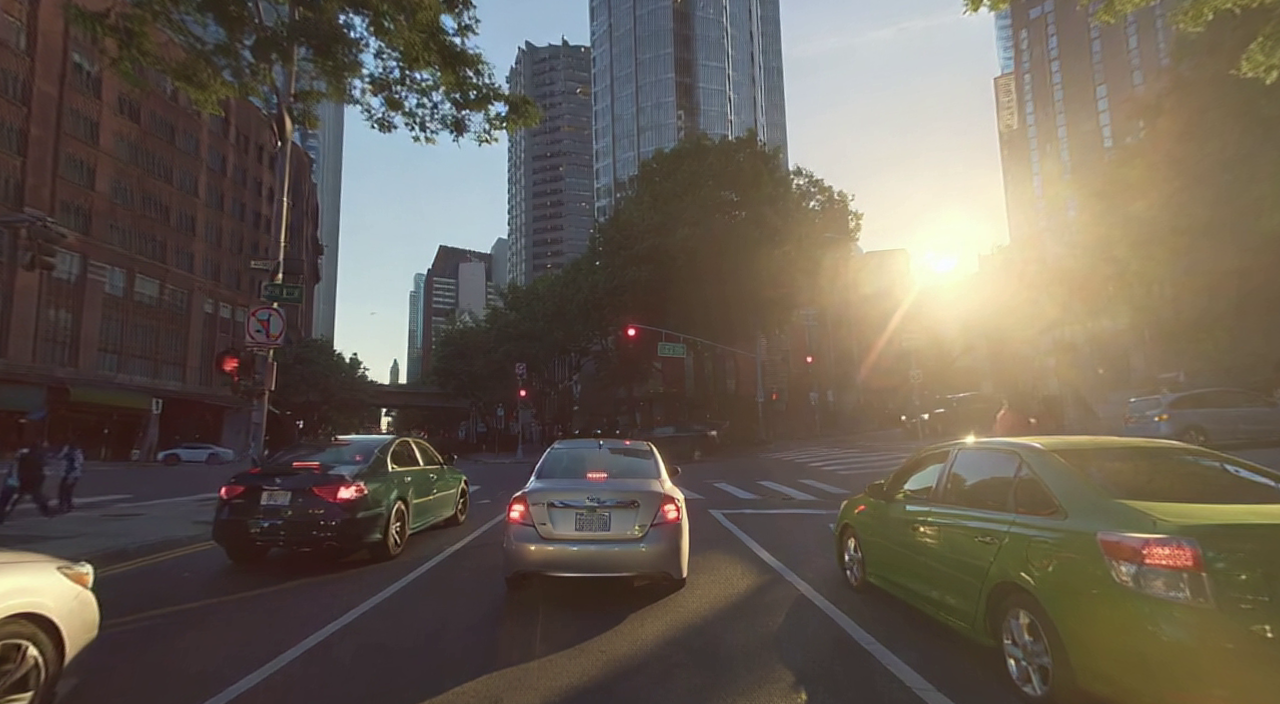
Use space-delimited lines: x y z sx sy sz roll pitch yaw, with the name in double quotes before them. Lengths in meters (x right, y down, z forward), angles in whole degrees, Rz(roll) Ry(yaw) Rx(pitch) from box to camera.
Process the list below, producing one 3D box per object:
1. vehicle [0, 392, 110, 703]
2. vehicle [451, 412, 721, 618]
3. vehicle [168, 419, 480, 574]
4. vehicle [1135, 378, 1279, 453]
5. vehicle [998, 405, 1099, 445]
"vehicle" -3.919 0.703 1.175 1.995 1.524 4.438 0 -8 0
"vehicle" -0.416 1.502 6.723 1.999 1.520 3.896 0 -8 -1
"vehicle" -3.688 1.753 8.472 1.934 1.522 4.287 0 -8 0
"vehicle" 21.623 2.356 22.873 5.863 2.493 2.354 2 -9 -12
"vehicle" 18.390 3.331 28.430 4.392 1.667 1.958 5 -10 -31
